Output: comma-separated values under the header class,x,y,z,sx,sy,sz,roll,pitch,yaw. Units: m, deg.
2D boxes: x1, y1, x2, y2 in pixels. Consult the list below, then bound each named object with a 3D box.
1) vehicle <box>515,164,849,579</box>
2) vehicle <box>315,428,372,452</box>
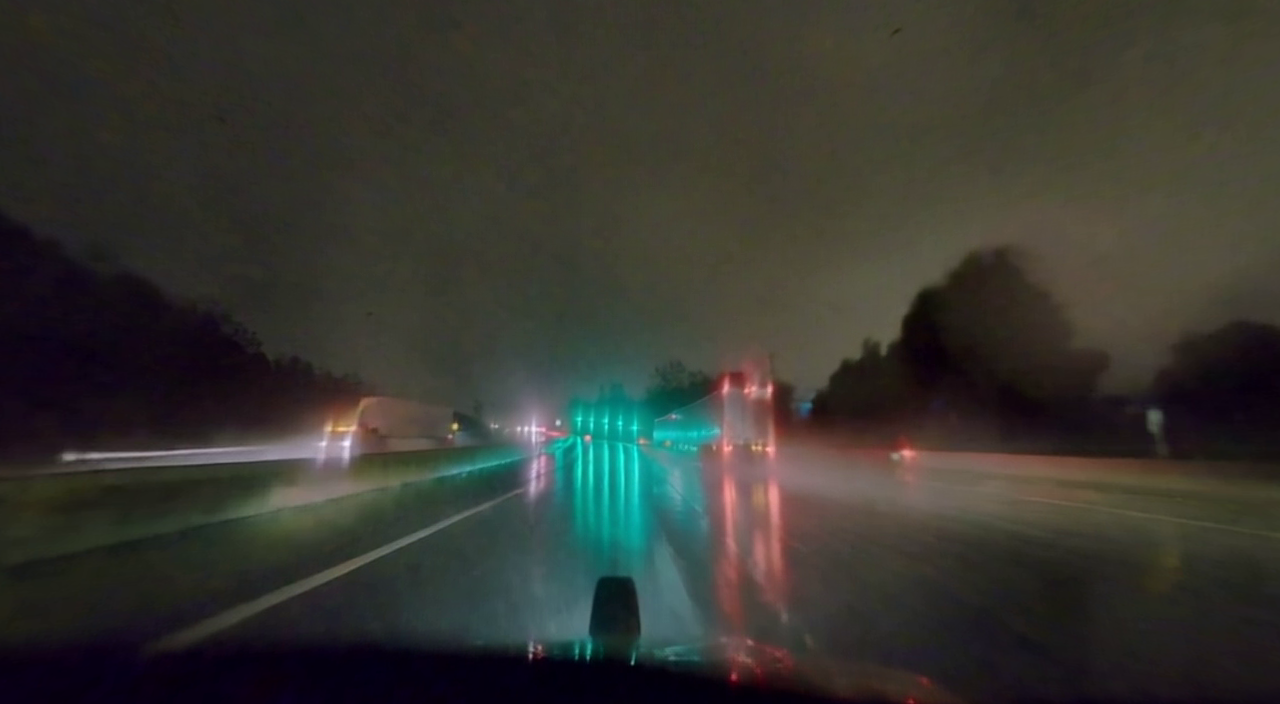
class,x,y,z,sx,sy,sz,roll,pitch,yaw
vehicle,0.820,1.060,12.709,3.153,4.080,13.081,-1,-8,4
vehicle,-22.238,6.653,47.475,2.039,1.706,4.974,0,-8,-2
